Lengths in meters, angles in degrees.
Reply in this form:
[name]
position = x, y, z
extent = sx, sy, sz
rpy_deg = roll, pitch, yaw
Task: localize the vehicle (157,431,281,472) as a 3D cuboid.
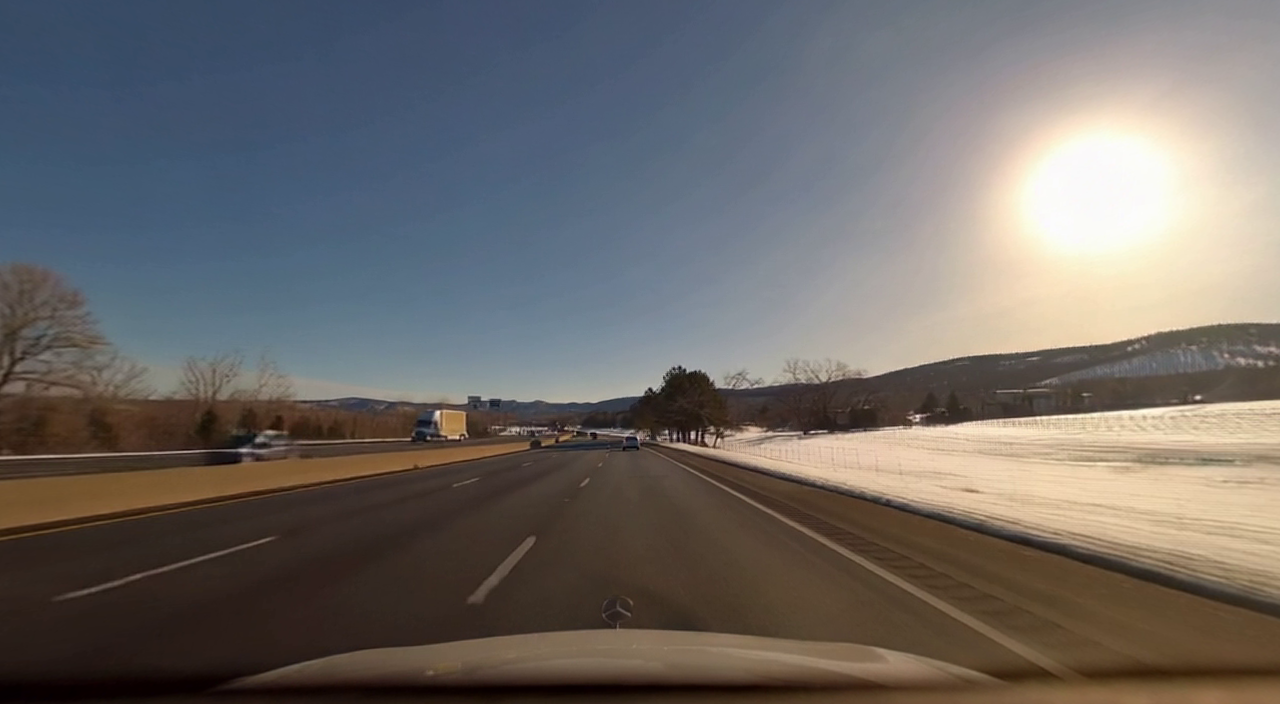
[vehicle]
position = -16.444, 3.878, 24.875
extent = 1.844, 1.472, 4.490
rpy_deg = 0, -8, -1
